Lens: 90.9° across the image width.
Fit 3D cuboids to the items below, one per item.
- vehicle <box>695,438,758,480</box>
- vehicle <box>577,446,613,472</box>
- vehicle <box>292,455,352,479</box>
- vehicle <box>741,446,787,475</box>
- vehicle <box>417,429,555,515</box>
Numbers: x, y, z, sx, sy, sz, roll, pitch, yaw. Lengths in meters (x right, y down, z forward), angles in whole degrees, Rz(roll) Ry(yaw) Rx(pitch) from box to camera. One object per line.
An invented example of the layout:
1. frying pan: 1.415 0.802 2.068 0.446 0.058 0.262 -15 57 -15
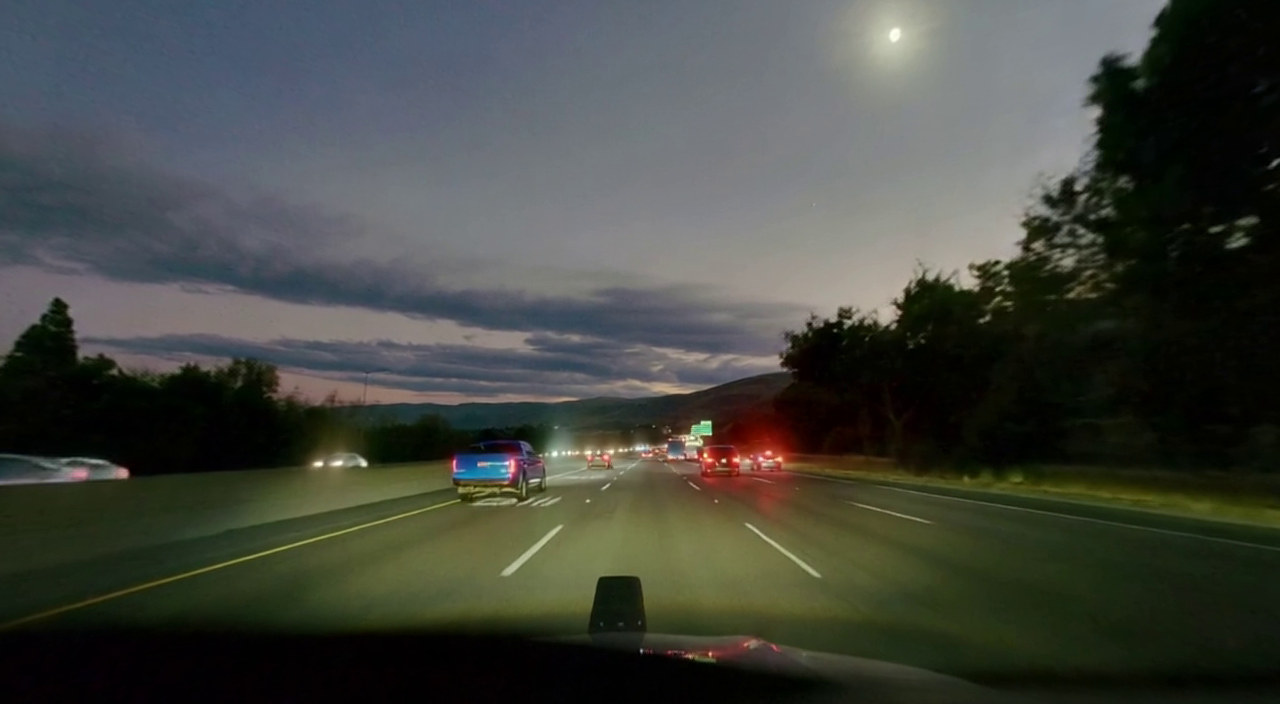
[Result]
1. vehicle: 4.397 5.542 33.043 2.424 1.952 5.611 0 -8 -1
2. vehicle: -3.227 7.797 46.327 2.235 1.785 4.386 -1 -8 1
3. vehicle: -21.300 7.701 42.463 1.803 1.482 4.419 0 -8 -1
4. vehicle: 8.033 7.038 41.309 2.104 1.724 4.701 0 -8 0
5. vehicle: -3.745 3.011 16.506 2.227 1.853 5.161 -1 -8 1
